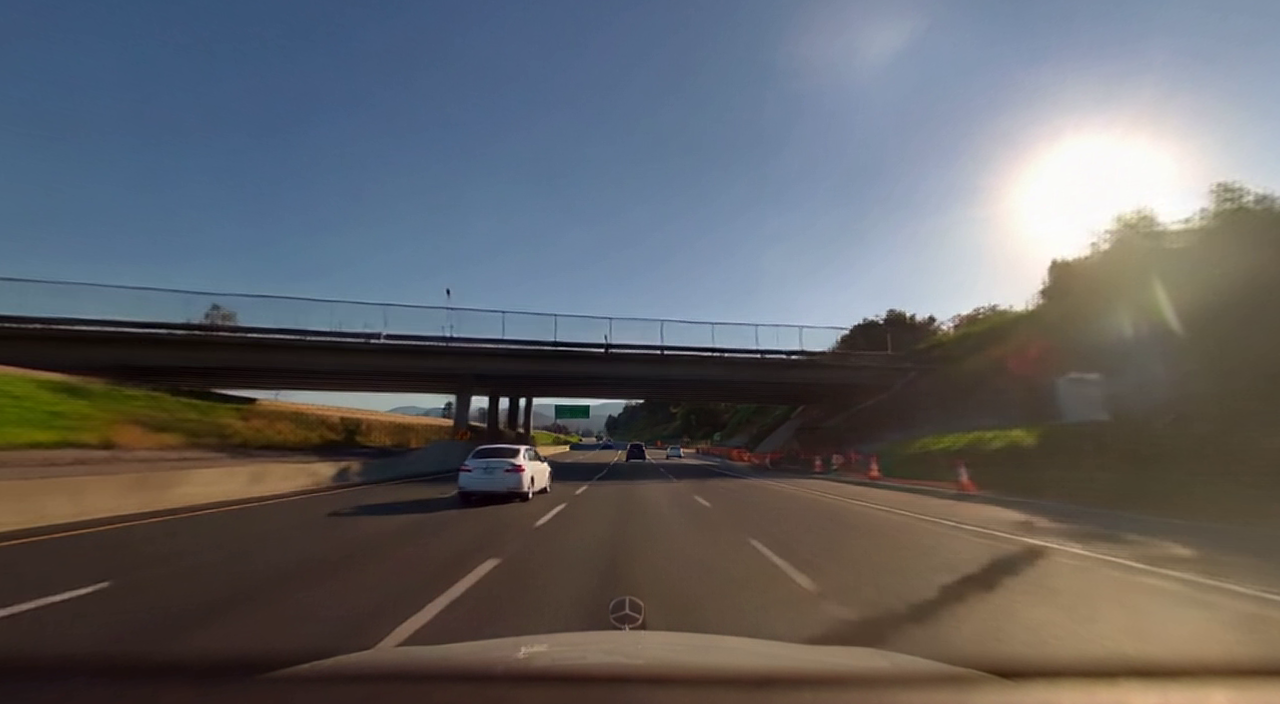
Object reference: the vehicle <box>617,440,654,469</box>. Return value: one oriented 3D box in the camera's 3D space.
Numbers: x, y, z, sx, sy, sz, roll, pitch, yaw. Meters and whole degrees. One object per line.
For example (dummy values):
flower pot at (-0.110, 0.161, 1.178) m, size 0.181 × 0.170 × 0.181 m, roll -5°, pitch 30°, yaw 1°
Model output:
vehicle at (-0.328, 6.862, 42.275) m, size 2.328 × 1.805 × 4.502 m, roll 0°, pitch -8°, yaw -2°

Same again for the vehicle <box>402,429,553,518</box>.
vehicle at (-3.422, 2.652, 14.366) m, size 2.114 × 1.650 × 4.730 m, roll 0°, pitch -8°, yaw 1°
